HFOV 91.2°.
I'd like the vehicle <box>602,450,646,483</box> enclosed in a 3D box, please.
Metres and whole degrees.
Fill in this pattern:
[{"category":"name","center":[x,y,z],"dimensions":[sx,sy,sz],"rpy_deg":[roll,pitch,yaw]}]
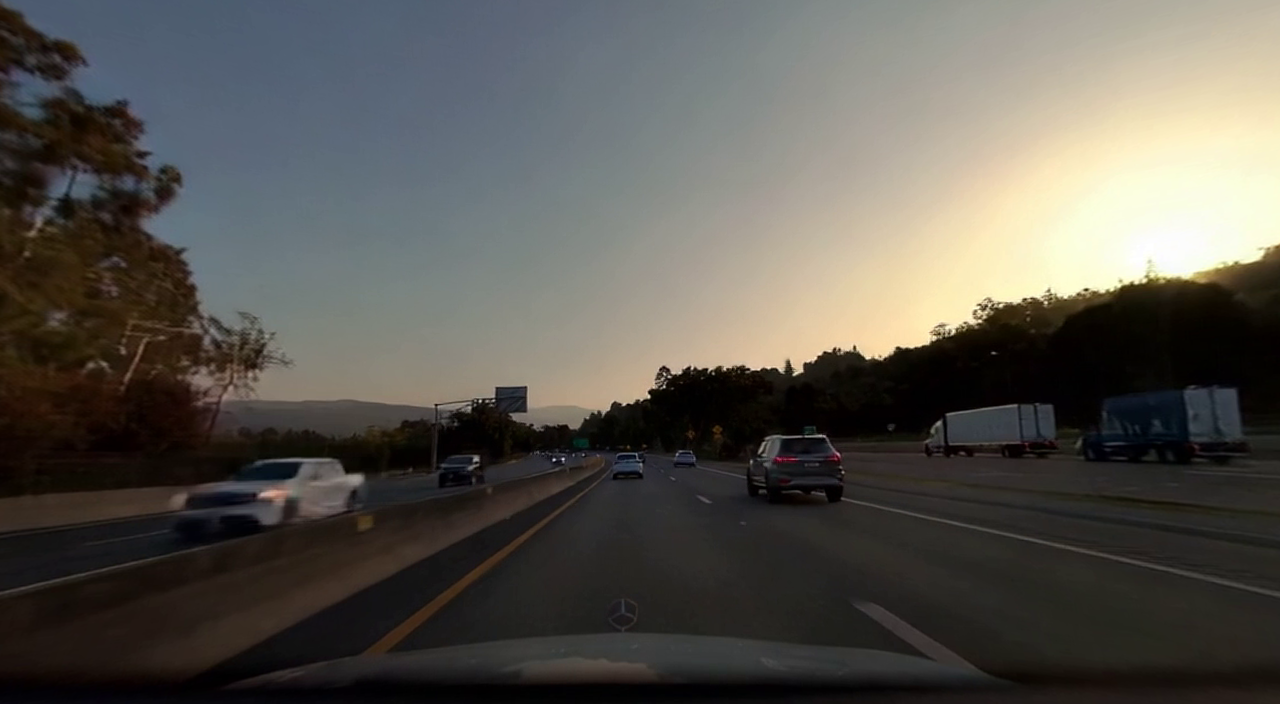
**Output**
[{"category":"vehicle","center":[-0.770,5.660,31.232],"dimensions":[2.029,1.483,3.769],"rpy_deg":[0,-9,-1]}]

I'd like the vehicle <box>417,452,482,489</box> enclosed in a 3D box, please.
[{"category":"vehicle","center":[-9.863,6.132,32.835],"dimensions":[1.992,1.759,4.557],"rpy_deg":[0,-9,0]}]

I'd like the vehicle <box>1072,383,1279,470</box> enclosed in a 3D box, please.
[{"category":"vehicle","center":[27.263,4.030,32.469],"dimensions":[2.971,3.746,10.126],"rpy_deg":[-1,-9,4]}]

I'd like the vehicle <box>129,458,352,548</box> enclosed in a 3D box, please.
[{"category":"vehicle","center":[-8.214,3.096,13.505],"dimensions":[1.896,1.519,4.372],"rpy_deg":[0,-9,0]}]

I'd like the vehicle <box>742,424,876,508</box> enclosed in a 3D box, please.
[{"category":"vehicle","center":[4.389,3.064,17.247],"dimensions":[2.261,1.952,4.784],"rpy_deg":[0,-9,-1]}]
